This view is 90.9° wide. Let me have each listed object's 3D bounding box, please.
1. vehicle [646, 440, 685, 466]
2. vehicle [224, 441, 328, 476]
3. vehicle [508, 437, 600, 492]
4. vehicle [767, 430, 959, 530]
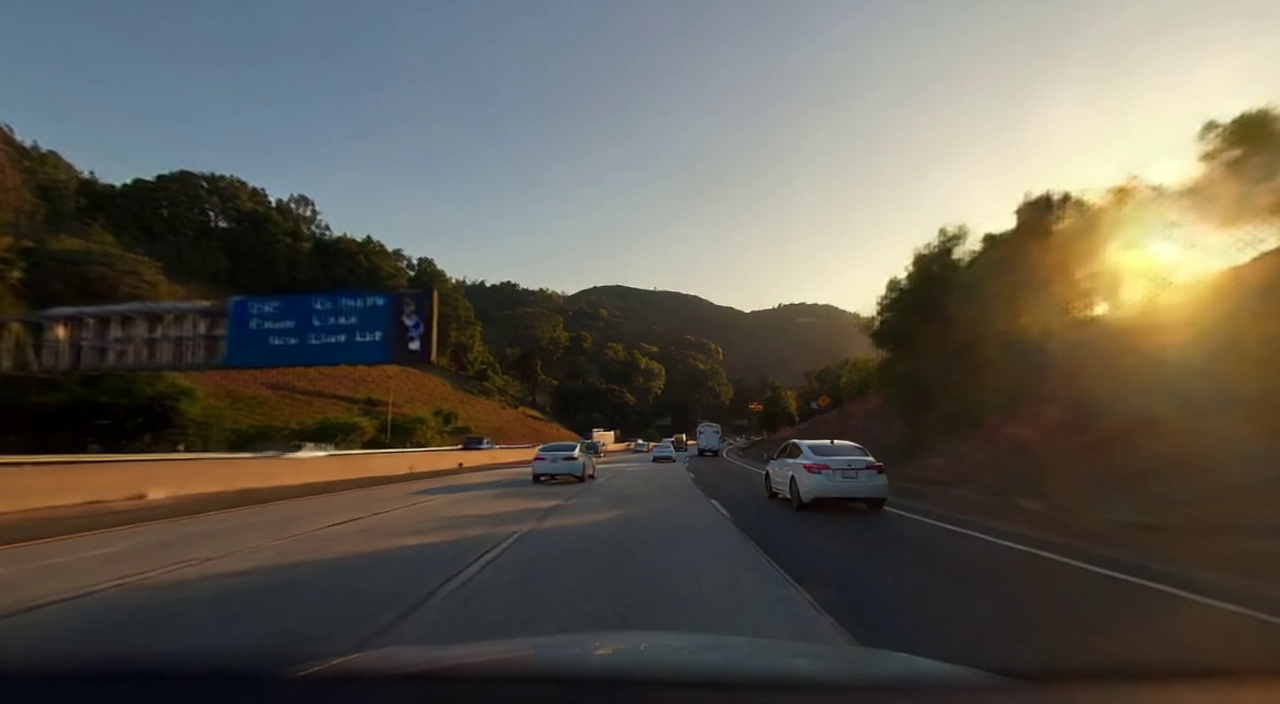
[{"bbox_3d":[1.560,6.075,38.098,2.202,1.467,3.929,-1,-8,3],"label":"vehicle"},{"bbox_3d":[-19.078,5.603,33.420,2.094,1.696,5.276,-1,-8,4],"label":"vehicle"},{"bbox_3d":[-2.520,3.464,19.797,2.031,1.491,4.792,-1,-8,3],"label":"vehicle"},{"bbox_3d":[3.837,2.273,11.828,2.013,1.464,4.317,1,-8,0],"label":"vehicle"}]
